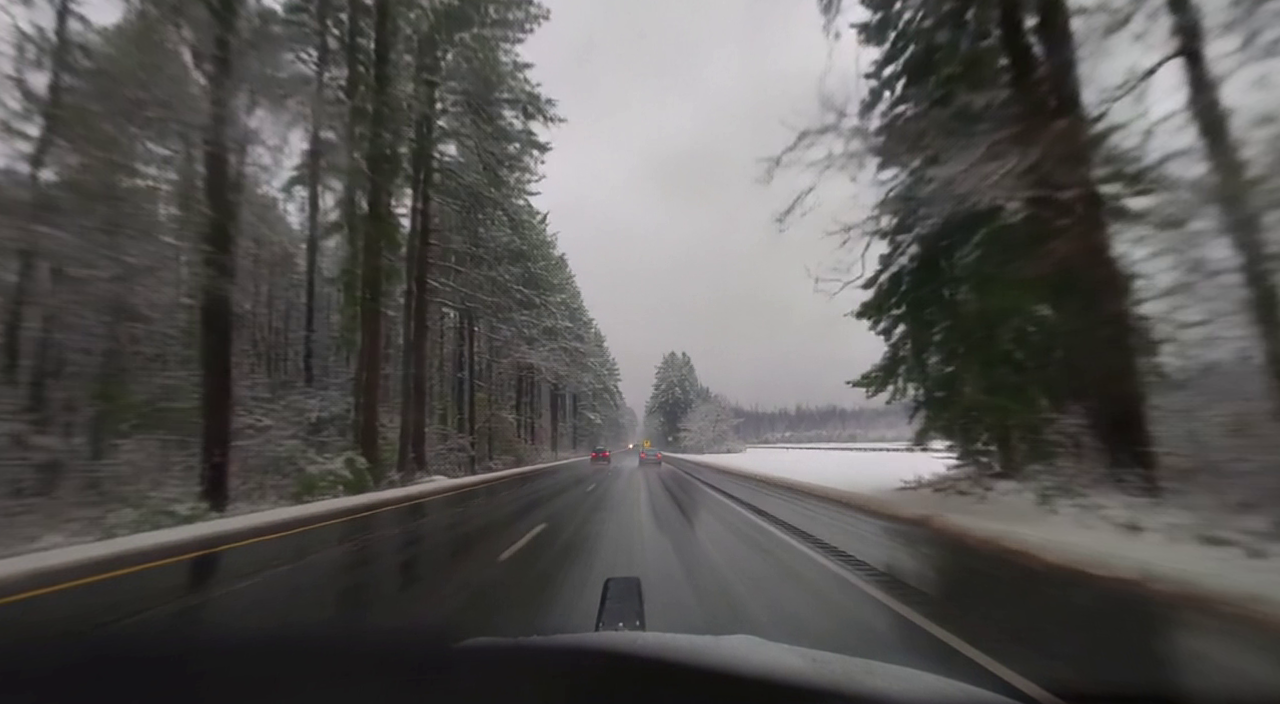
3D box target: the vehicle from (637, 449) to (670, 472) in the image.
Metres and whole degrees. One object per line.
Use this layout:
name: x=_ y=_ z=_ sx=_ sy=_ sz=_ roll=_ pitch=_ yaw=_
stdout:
vehicle: x=0.832 y=7.235 z=42.265 sx=2.046 sy=1.452 sz=4.407 roll=0 pitch=-9 yaw=-1
